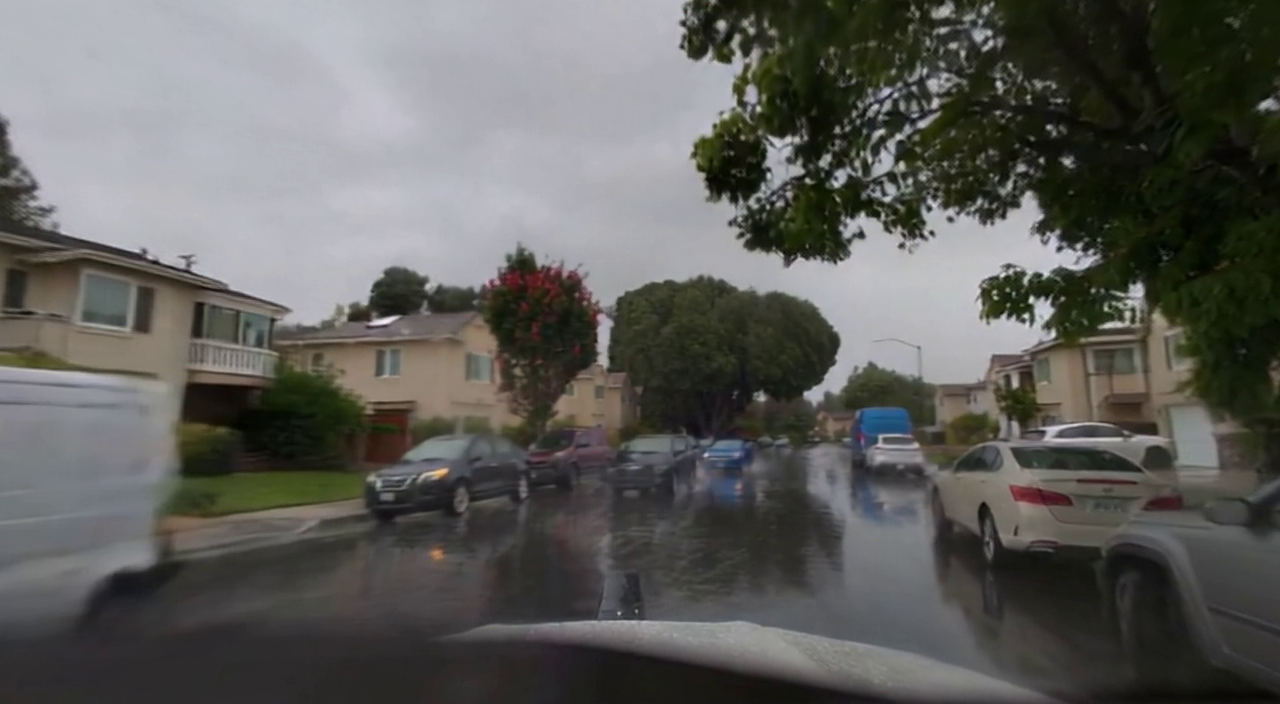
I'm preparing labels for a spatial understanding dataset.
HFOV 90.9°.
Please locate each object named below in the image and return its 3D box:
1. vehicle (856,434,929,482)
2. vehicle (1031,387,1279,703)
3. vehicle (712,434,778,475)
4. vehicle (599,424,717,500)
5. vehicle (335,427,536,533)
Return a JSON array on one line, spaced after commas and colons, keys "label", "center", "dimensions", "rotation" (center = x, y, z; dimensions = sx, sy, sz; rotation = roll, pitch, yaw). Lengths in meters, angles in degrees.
[{"label": "vehicle", "center": [8.702, 3.624, 22.071], "dimensions": [1.955, 1.500, 4.410], "rotation": [-2, -8, 17]}, {"label": "vehicle", "center": [3.114, 0.837, 1.780], "dimensions": [2.008, 1.507, 4.226], "rotation": [-2, -8, 12]}, {"label": "vehicle", "center": [4.408, 4.153, 25.913], "dimensions": [1.889, 1.505, 3.849], "rotation": [-3, -8, 21]}, {"label": "vehicle", "center": [0.637, 2.765, 16.353], "dimensions": [1.959, 1.670, 4.255], "rotation": [-2, -8, 17]}, {"label": "vehicle", "center": [-3.494, 2.200, 11.563], "dimensions": [1.828, 1.488, 3.785], "rotation": [-3, -6, 12]}]
